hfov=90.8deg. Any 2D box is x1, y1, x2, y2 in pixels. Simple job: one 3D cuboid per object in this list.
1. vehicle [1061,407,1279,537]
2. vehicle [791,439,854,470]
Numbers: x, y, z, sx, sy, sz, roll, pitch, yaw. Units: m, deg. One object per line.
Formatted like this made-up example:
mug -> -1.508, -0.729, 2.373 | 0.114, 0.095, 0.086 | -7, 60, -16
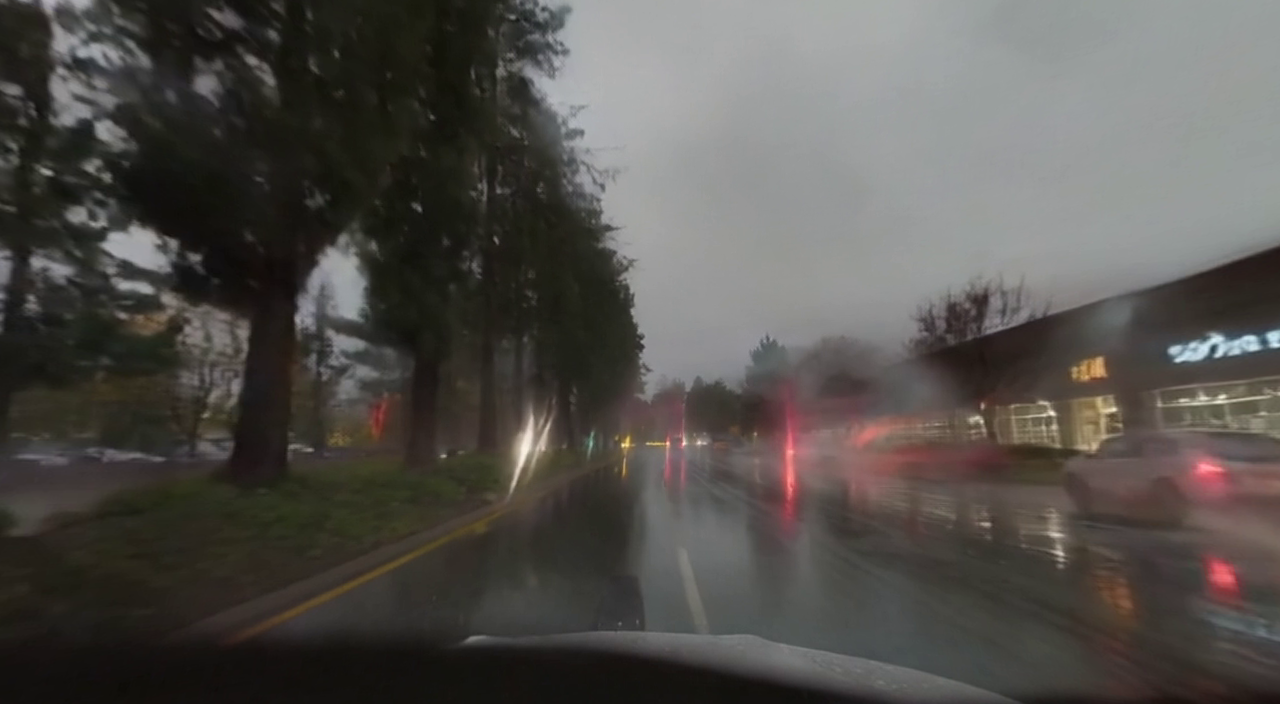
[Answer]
vehicle -> 10.939, 2.186, 12.157 | 2.264, 1.958, 5.135 | -1, -9, 3
vehicle -> 9.121, 5.155, 31.942 | 2.022, 1.449, 4.706 | -1, -9, 3
